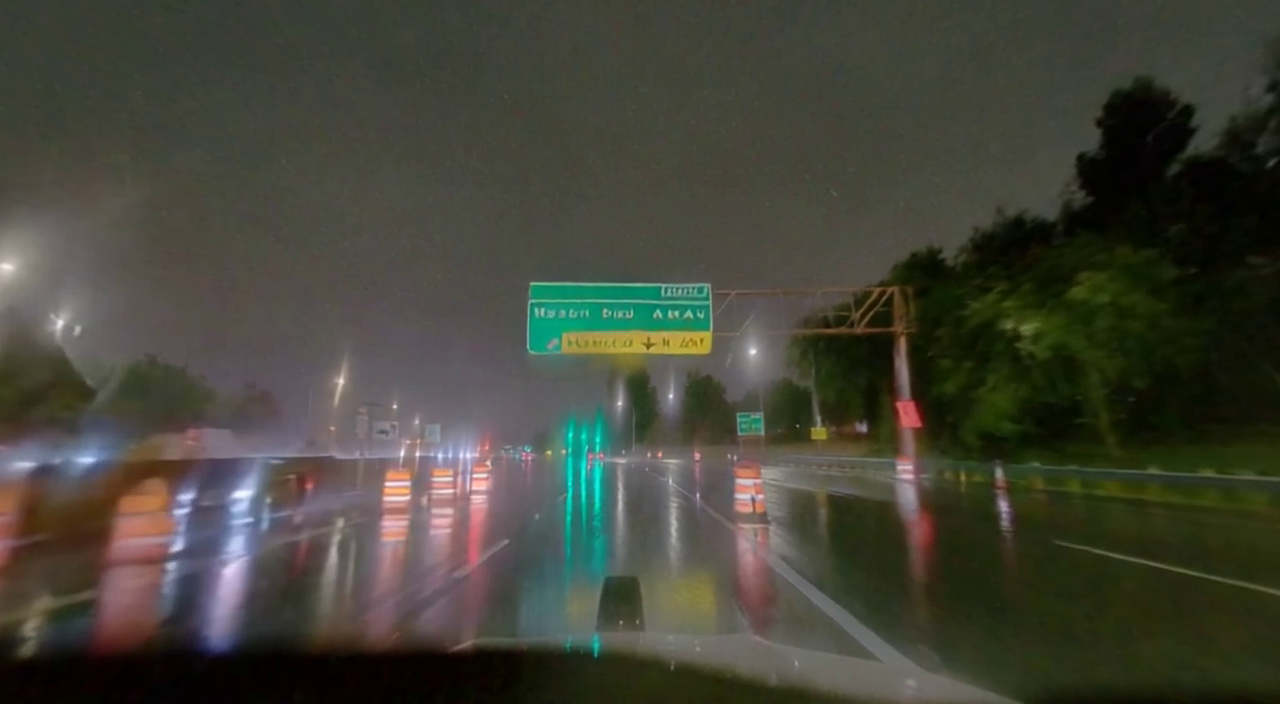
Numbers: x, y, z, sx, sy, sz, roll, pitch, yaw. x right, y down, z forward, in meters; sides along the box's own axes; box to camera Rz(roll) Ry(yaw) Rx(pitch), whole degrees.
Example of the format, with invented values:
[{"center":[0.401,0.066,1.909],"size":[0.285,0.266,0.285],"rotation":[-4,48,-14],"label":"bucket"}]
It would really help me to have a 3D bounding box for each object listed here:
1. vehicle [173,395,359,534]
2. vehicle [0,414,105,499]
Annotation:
[{"center":[-7.649,2.314,13.289],"size":[1.925,2.542,3.048],"rotation":[-1,-8,0],"label":"vehicle"},{"center":[-20.019,2.830,17.887],"size":[2.695,2.433,7.714],"rotation":[5,-12,0],"label":"vehicle"}]
